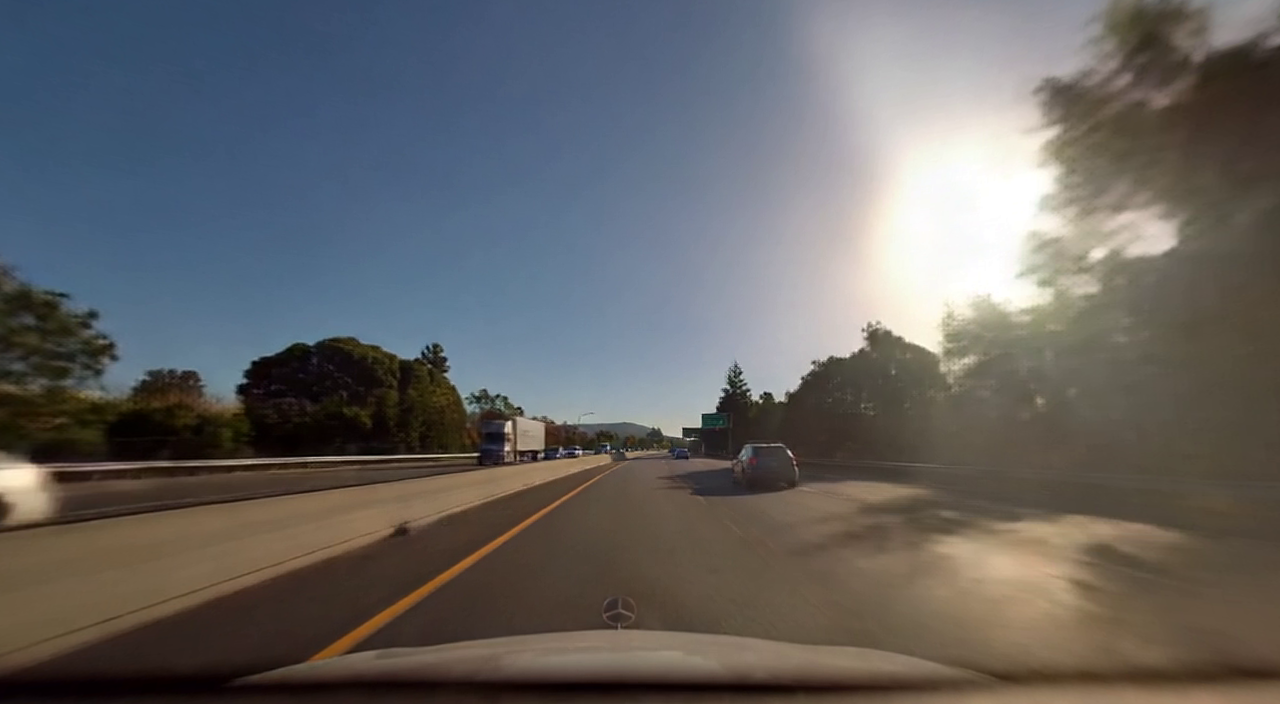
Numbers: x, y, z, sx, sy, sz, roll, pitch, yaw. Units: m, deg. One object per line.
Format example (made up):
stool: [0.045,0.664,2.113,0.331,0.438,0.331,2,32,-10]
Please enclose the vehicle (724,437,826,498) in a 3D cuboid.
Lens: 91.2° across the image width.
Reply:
vehicle: [4.047,3.548,19.682,2.089,1.660,4.729,0,-9,-1]
